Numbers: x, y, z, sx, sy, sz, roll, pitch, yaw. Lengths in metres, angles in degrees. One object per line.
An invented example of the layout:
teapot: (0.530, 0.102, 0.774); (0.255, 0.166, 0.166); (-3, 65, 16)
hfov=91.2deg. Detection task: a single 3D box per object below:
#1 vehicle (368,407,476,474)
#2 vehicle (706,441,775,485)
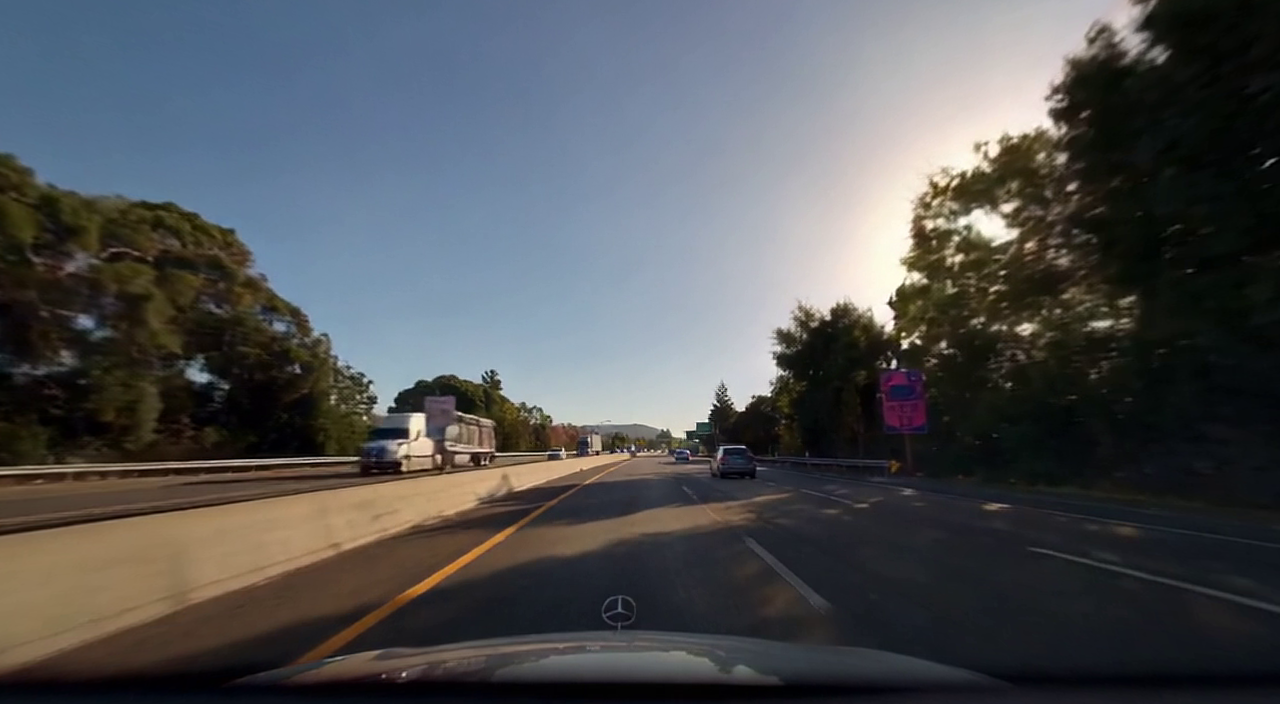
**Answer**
vehicle: (-13.250, 5.615, 39.331); (3.064, 3.642, 9.893); (0, -9, 1)
vehicle: (4.111, 4.658, 26.530); (2.089, 1.660, 4.729); (0, -9, -1)
